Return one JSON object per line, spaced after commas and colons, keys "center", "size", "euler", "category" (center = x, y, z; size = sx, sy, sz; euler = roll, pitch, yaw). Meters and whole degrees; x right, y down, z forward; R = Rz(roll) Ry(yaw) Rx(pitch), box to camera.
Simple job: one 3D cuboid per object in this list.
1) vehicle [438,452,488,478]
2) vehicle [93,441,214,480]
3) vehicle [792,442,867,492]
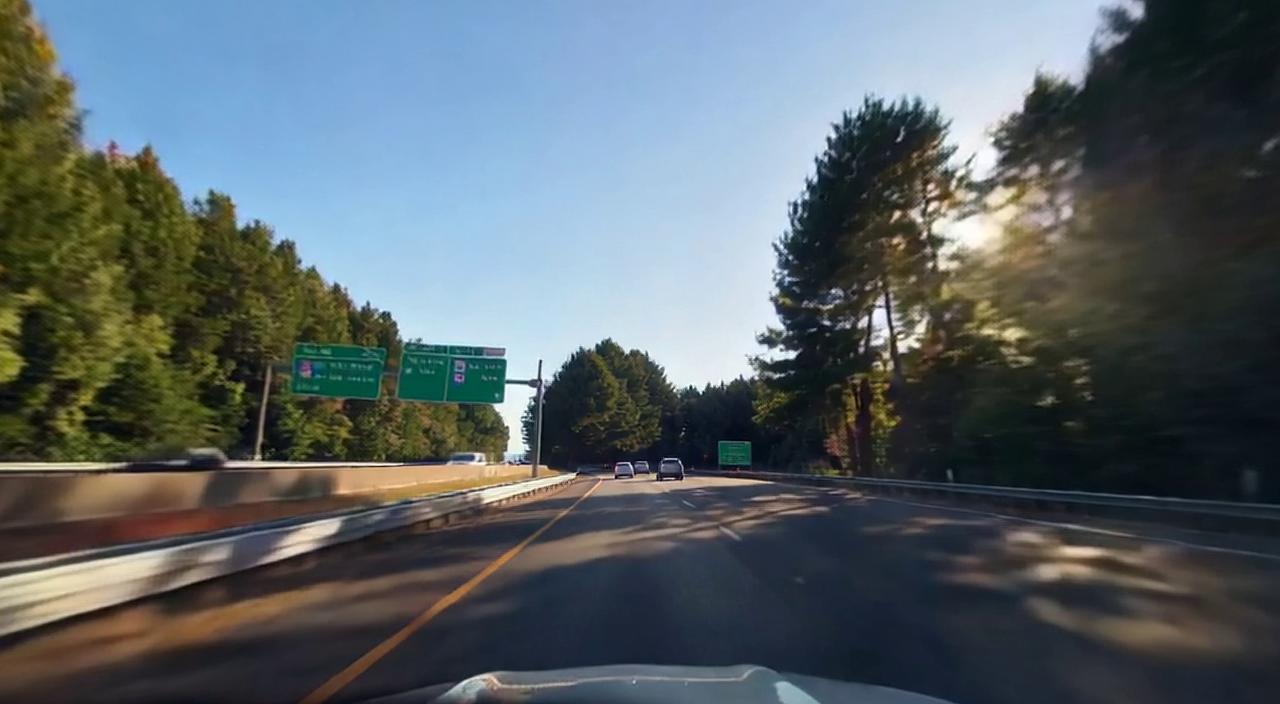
{"center": [-11.275, 7.281, 40.509], "size": [1.965, 1.501, 4.441], "euler": [1, -10, -1], "category": "vehicle"}
{"center": [-21.325, 4.829, 27.864], "size": [1.868, 1.546, 4.332], "euler": [1, -10, -1], "category": "vehicle"}
{"center": [11.210, 6.930, 37.953], "size": [2.398, 2.721, 6.295], "euler": [1, -11, -2], "category": "vehicle"}
